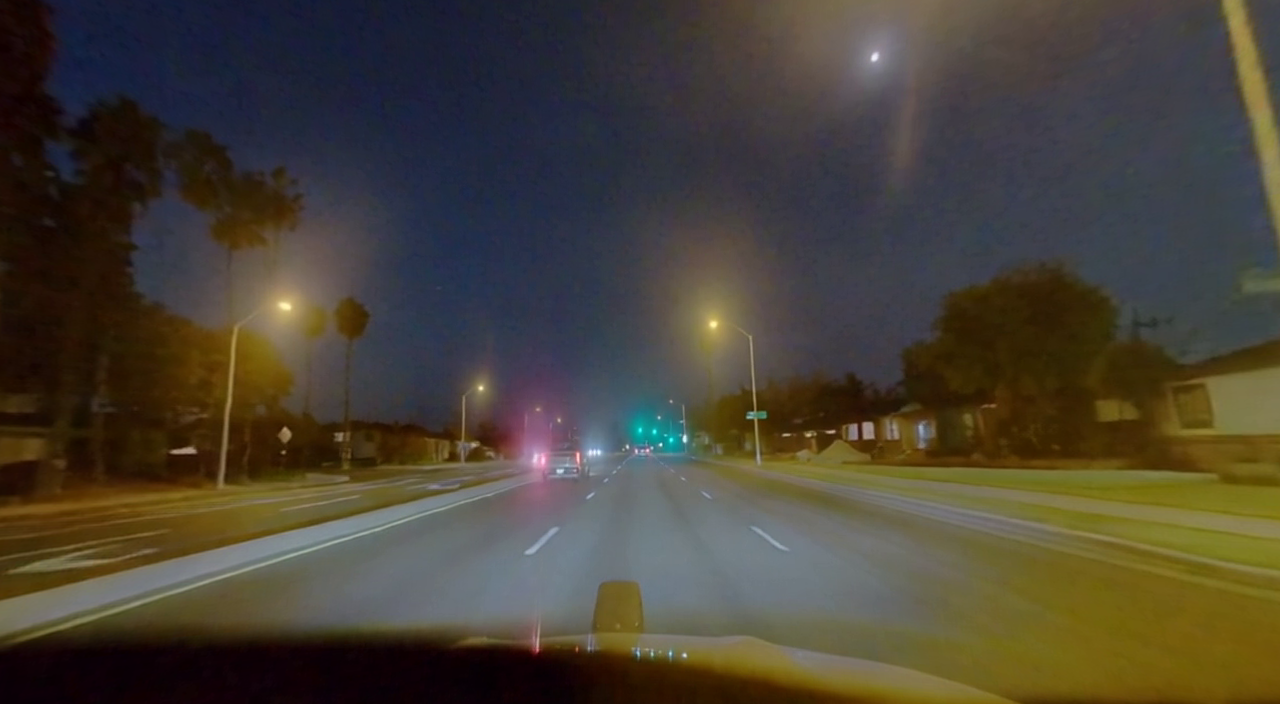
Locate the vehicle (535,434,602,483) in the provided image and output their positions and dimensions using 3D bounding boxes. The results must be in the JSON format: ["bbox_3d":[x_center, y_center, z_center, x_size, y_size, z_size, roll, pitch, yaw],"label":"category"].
[{"bbox_3d":[-3.092,4.816,28.592,2.370,1.968,5.698,0,-9,0],"label":"vehicle"}]
